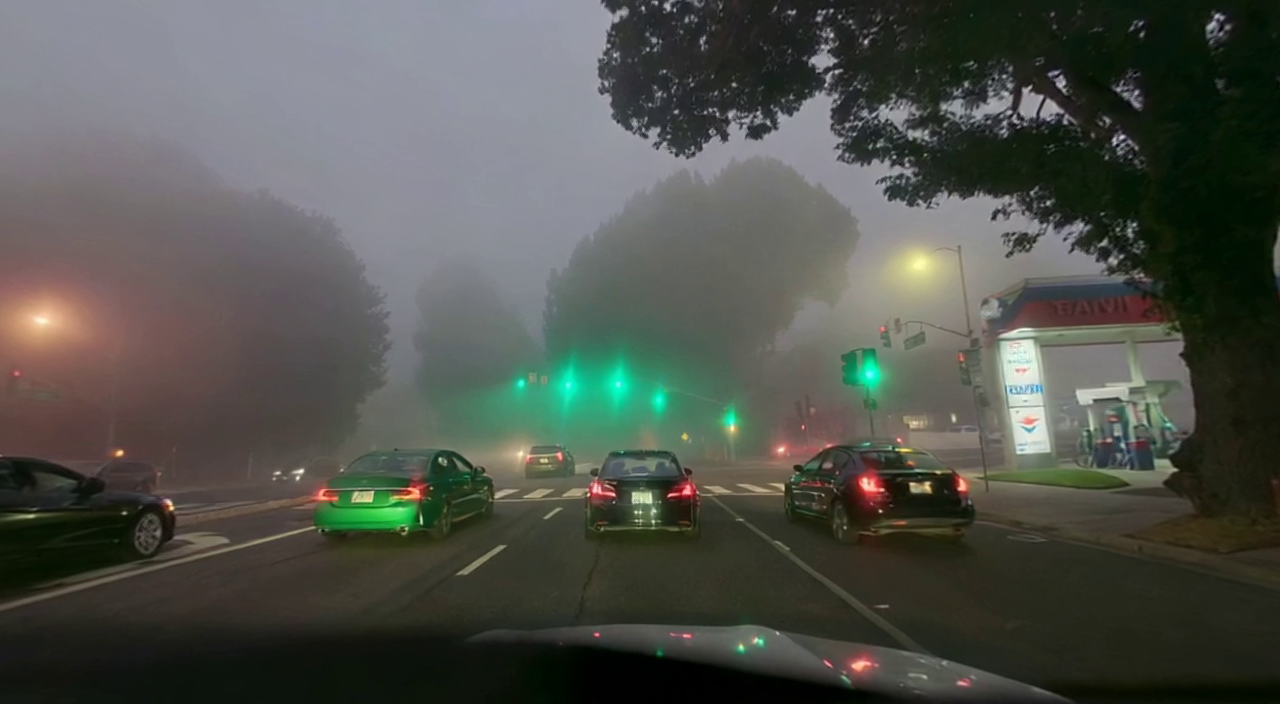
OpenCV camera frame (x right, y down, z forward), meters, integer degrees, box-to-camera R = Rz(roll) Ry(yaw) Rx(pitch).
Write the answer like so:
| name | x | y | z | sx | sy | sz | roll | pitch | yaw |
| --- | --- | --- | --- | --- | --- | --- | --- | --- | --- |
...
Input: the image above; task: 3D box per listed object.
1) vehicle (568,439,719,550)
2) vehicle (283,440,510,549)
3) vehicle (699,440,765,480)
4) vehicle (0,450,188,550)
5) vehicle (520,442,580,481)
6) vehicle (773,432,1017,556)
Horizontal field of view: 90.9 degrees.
| name | x | y | z | sx | sy | sz | roll | pitch | yaw |
| --- | --- | --- | --- | --- | --- | --- | --- | --- | --- |
| vehicle | -0.005 | 2.174 | 10.337 | 1.994 | 1.433 | 3.894 | 0 | -8 | -2 |
| vehicle | -3.739 | 2.249 | 10.746 | 1.995 | 1.436 | 4.500 | 0 | -8 | 1 |
| vehicle | 3.670 | 4.387 | 25.932 | 1.942 | 1.482 | 4.623 | 0 | -8 | -1 |
| vehicle | -10.543 | 2.460 | 10.968 | 1.964 | 1.460 | 4.428 | 0 | -8 | 1 |
| vehicle | -3.790 | 4.694 | 27.323 | 1.896 | 1.501 | 4.390 | 0 | -8 | 1 |
| vehicle | 3.589 | 2.068 | 9.999 | 1.920 | 1.479 | 4.548 | 0 | -8 | -1 |
